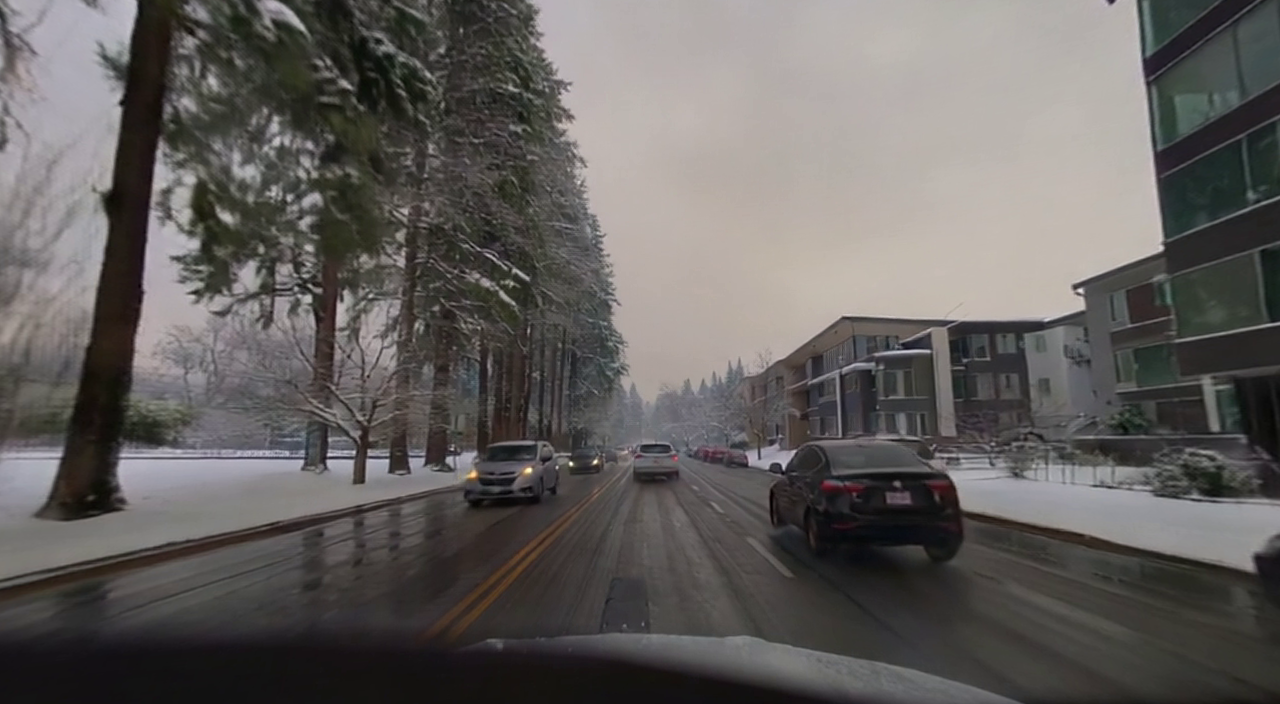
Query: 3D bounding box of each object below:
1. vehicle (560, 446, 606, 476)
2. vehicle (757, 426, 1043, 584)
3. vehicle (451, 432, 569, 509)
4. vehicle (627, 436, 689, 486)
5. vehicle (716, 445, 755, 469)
[{"bbox_3d":[-2.870,5.610,32.602,1.997,1.415,4.195,0,-8,0],"label":"vehicle"},{"bbox_3d":[2.950,1.820,8.338,1.991,1.536,4.116,0,-8,0],"label":"vehicle"},{"bbox_3d":[-3.216,3.032,16.598,2.124,1.731,4.227,-1,-8,1],"label":"vehicle"},{"bbox_3d":[0.652,4.014,23.484,2.105,1.653,3.887,0,-8,1],"label":"vehicle"},{"bbox_3d":[6.240,6.900,41.686,1.885,1.467,4.546,0,-8,0],"label":"vehicle"}]
